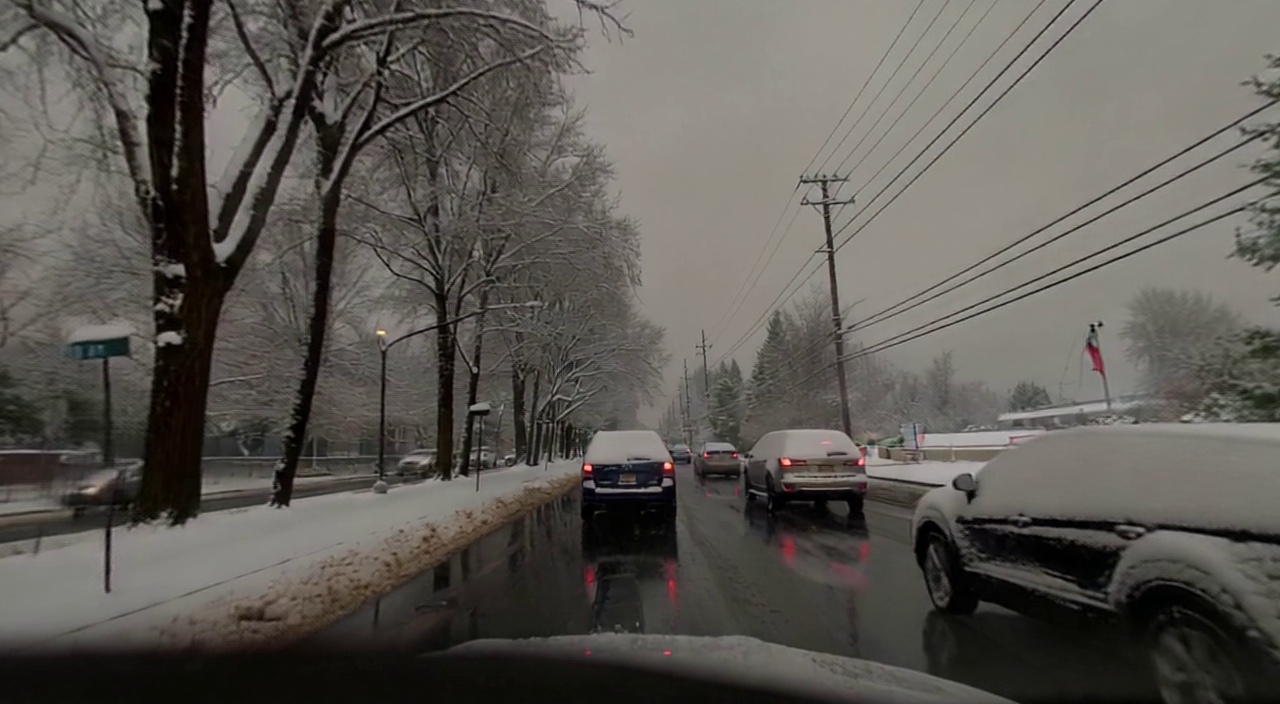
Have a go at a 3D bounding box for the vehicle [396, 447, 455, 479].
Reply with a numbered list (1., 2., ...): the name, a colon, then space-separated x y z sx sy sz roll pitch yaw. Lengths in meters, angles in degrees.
1. vehicle: -12.658 6.544 37.572 1.911 1.693 4.452 -1 -8 0

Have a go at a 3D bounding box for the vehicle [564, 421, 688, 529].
1. vehicle: -0.275 2.332 12.525 2.050 1.745 3.915 0 -8 -1

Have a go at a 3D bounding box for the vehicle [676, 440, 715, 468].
1. vehicle: 3.694 6.896 42.910 2.175 1.788 4.271 0 -8 -2

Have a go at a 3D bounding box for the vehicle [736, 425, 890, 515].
1. vehicle: 3.757 2.656 14.753 2.116 1.726 4.672 0 -8 -2

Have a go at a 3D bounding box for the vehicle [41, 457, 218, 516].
1. vehicle: -16.494 4.316 20.832 1.922 1.588 4.682 -1 -8 0

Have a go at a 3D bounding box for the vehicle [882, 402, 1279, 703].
1. vehicle: 3.393 1.130 3.860 1.977 1.460 4.565 0 -8 0
